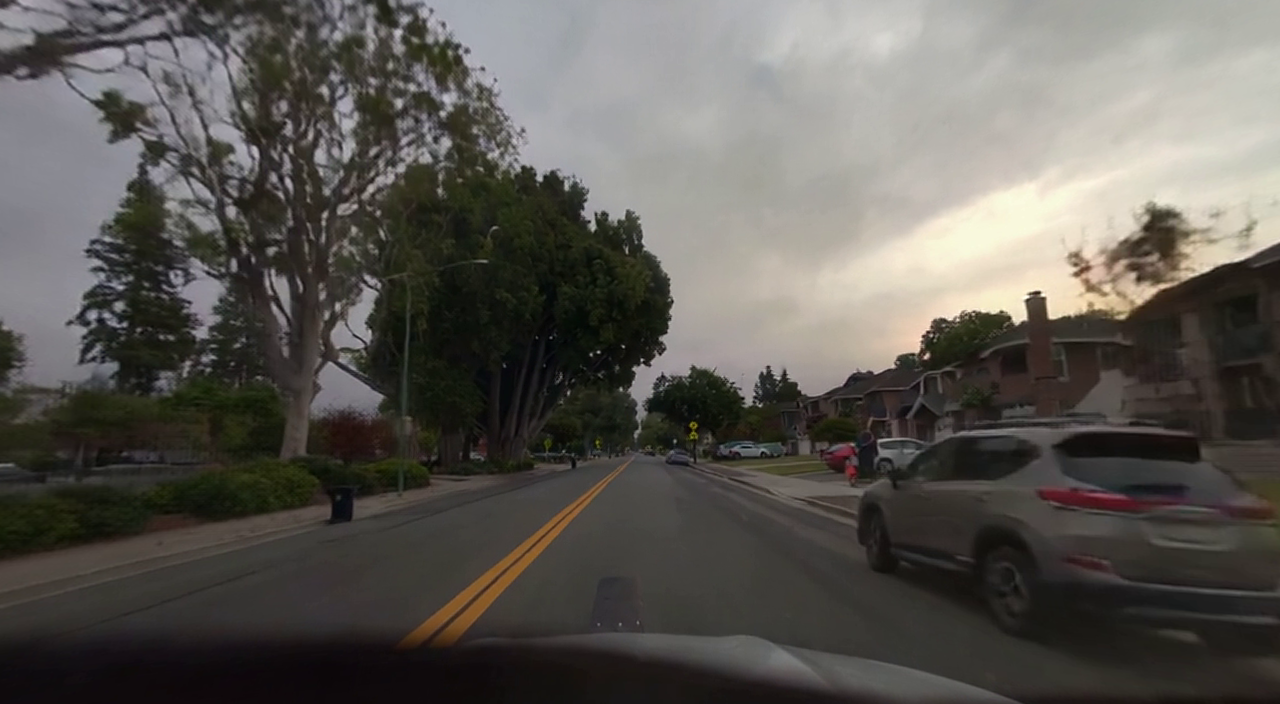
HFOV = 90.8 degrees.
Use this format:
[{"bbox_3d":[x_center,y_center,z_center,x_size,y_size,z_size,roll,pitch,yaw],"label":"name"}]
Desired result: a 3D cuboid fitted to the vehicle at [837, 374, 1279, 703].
[{"bbox_3d":[3.460,1.413,5.659,1.949,1.807,4.224,4,-9,-1],"label":"vehicle"}]
